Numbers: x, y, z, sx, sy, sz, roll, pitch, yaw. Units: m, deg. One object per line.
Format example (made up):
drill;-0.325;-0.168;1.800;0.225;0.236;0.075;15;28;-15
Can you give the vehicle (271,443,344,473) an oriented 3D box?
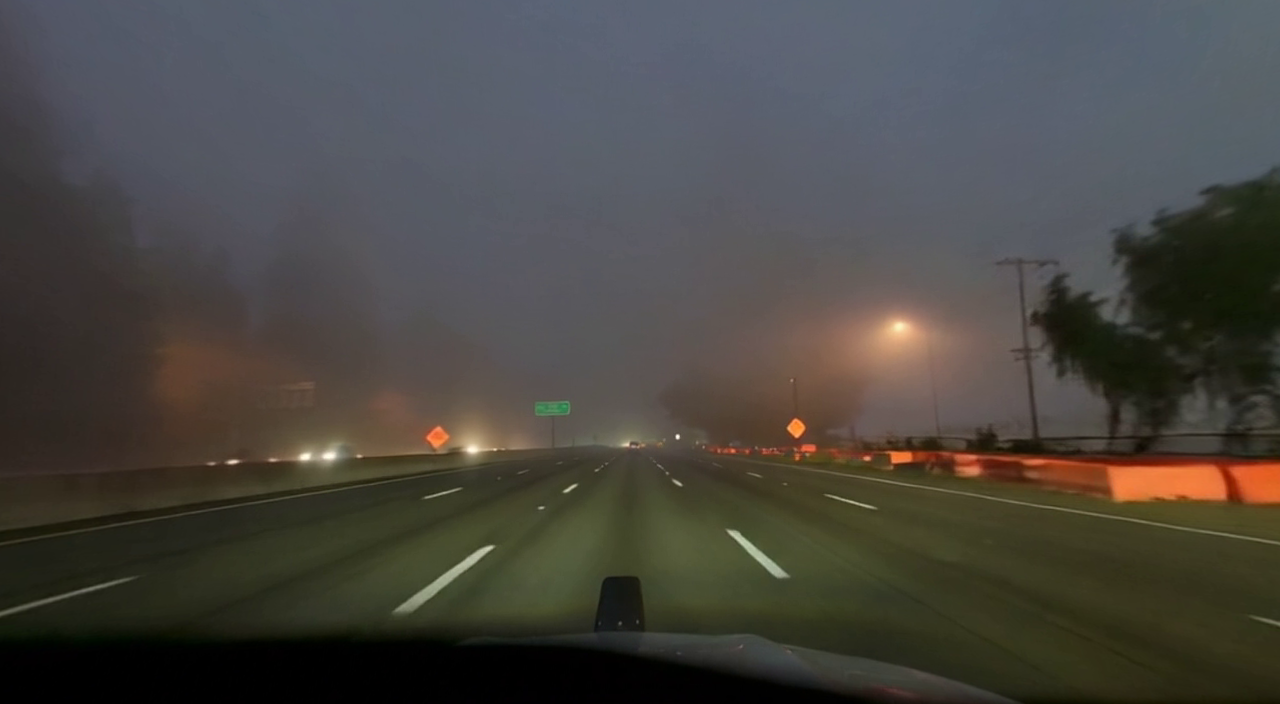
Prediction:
vehicle;-21.407;6.835;40.822;2.086;1.810;4.962;0;-9;-1

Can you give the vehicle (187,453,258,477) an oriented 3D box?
vehicle;-29.700;8.027;44.960;1.876;1.533;4.662;0;-9;0
